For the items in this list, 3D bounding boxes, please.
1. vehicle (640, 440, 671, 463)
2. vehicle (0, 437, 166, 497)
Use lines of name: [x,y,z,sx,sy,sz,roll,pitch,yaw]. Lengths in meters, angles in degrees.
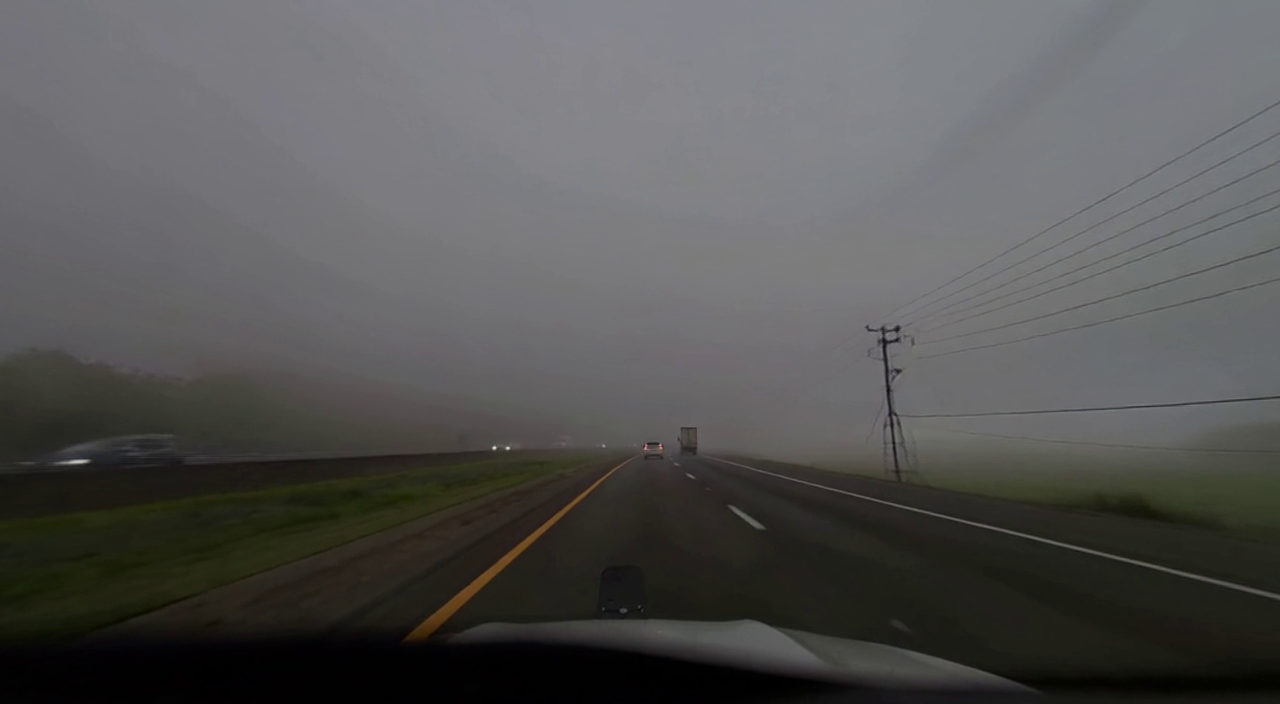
vehicle: [1.168,7.337,46.500,2.192,1.556,4.132,-1,-8,2]
vehicle: [-16.535,3.327,18.642,1.846,1.545,3.972,-1,-8,1]
